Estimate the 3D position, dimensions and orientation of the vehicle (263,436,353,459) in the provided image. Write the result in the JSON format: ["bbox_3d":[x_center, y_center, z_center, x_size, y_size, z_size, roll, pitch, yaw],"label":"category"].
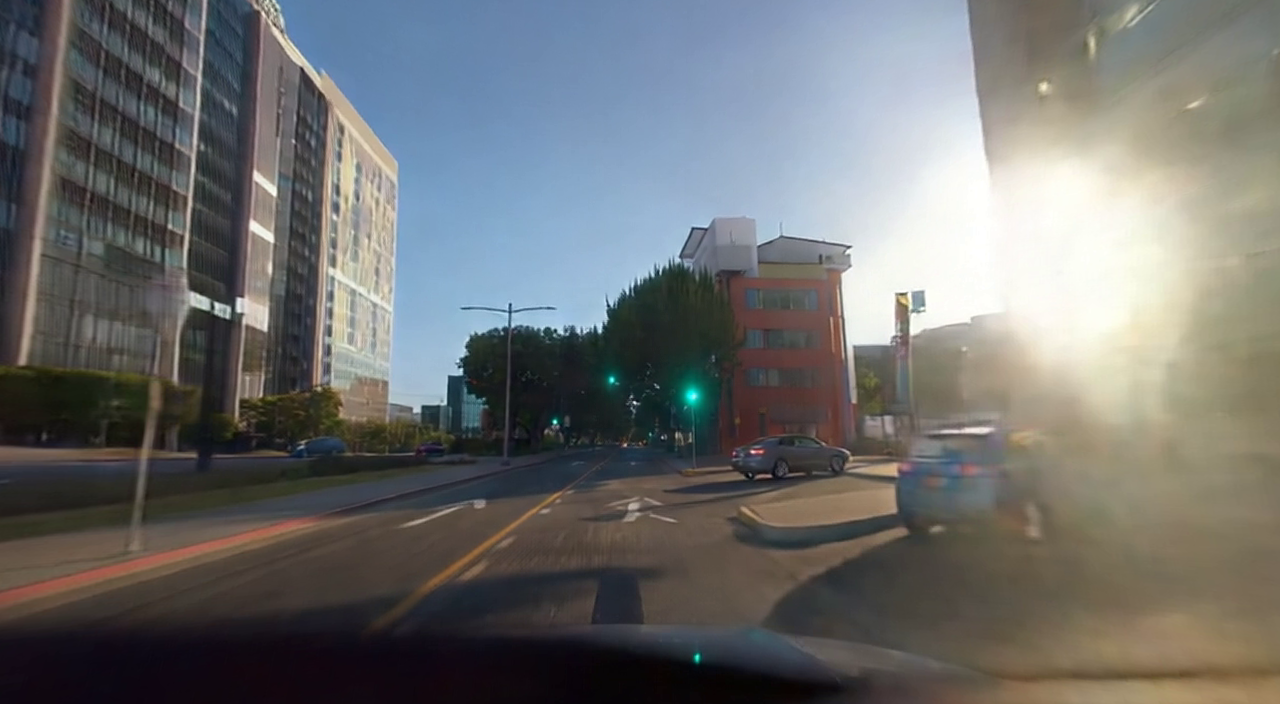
[{"bbox_3d":[-19.564,5.648,37.416,2.660,1.211,4.739,-1,-8,2],"label":"vehicle"}]

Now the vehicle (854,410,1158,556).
[{"bbox_3d":[4.969,1.622,8.487,3.844,1.524,1.847,4,-9,-32],"label":"vehicle"}]

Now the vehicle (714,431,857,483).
[{"bbox_3d":[4.645,3.314,20.170,4.033,1.514,1.974,3,-9,-25],"label":"vehicle"}]
